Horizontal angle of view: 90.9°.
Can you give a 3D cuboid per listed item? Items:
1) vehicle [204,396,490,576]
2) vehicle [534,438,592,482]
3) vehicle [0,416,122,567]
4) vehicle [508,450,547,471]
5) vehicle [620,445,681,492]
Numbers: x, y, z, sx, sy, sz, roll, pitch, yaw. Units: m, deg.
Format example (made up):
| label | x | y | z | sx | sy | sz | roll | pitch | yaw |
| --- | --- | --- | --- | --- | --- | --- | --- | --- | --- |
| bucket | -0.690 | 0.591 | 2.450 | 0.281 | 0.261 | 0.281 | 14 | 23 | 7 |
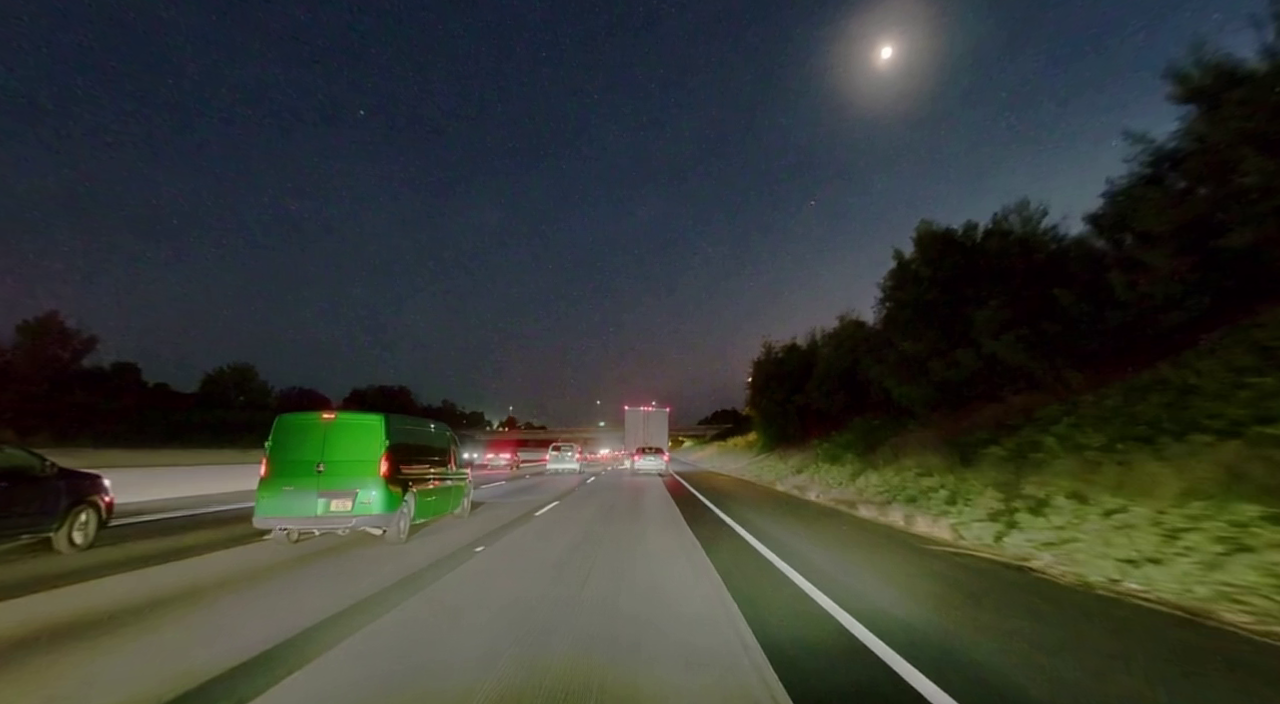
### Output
| label | x | y | z | sx | sy | sz | roll | pitch | yaw |
| --- | --- | --- | --- | --- | --- | --- | --- | --- | --- |
| vehicle | -3.577 | 1.724 | 8.699 | 1.951 | 1.882 | 3.979 | 0 | -9 | 1 |
| vehicle | -3.452 | 4.945 | 29.053 | 2.068 | 1.862 | 4.234 | 0 | -9 | 1 |
| vehicle | -8.236 | 1.481 | 6.510 | 2.093 | 1.675 | 4.233 | 0 | -9 | 0 |
| vehicle | -7.749 | 7.512 | 43.738 | 1.886 | 1.414 | 4.028 | 0 | -9 | 2 |
| vehicle | 0.333 | 4.055 | 22.236 | 1.991 | 1.507 | 3.391 | 0 | -9 | 0 |
